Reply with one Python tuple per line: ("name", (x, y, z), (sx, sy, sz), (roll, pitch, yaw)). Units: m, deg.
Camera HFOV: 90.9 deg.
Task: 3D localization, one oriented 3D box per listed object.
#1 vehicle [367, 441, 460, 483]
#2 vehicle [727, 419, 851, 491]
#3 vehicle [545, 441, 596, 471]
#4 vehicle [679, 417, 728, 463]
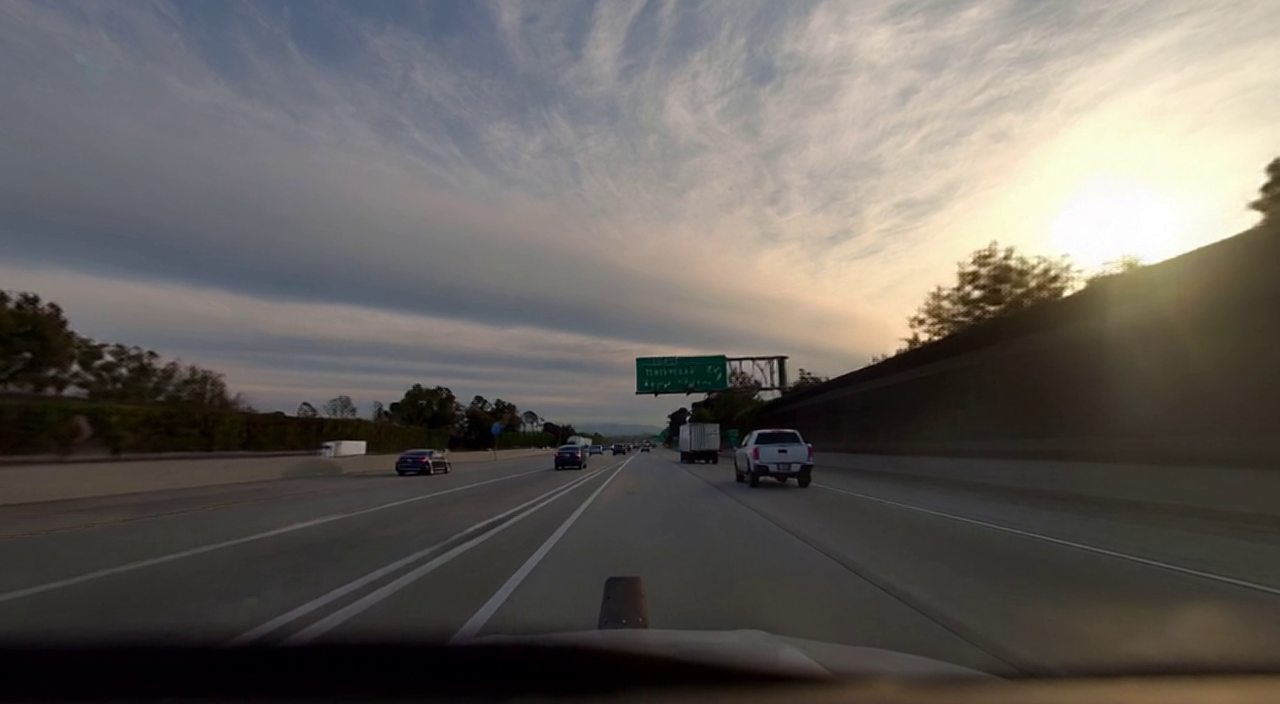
("vehicle", (-8.682, 4.217, 24.625), (1.899, 1.465, 4.589), (0, -8, 0))
("vehicle", (4.497, 3.292, 20.441), (2.355, 1.930, 6.633), (0, -8, -1))
("vehicle", (-3.537, 5.374, 32.802), (1.981, 1.473, 4.317), (0, -8, 2))
("vehicle", (4.524, 6.464, 46.243), (2.732, 3.052, 7.118), (0, -8, -1))
